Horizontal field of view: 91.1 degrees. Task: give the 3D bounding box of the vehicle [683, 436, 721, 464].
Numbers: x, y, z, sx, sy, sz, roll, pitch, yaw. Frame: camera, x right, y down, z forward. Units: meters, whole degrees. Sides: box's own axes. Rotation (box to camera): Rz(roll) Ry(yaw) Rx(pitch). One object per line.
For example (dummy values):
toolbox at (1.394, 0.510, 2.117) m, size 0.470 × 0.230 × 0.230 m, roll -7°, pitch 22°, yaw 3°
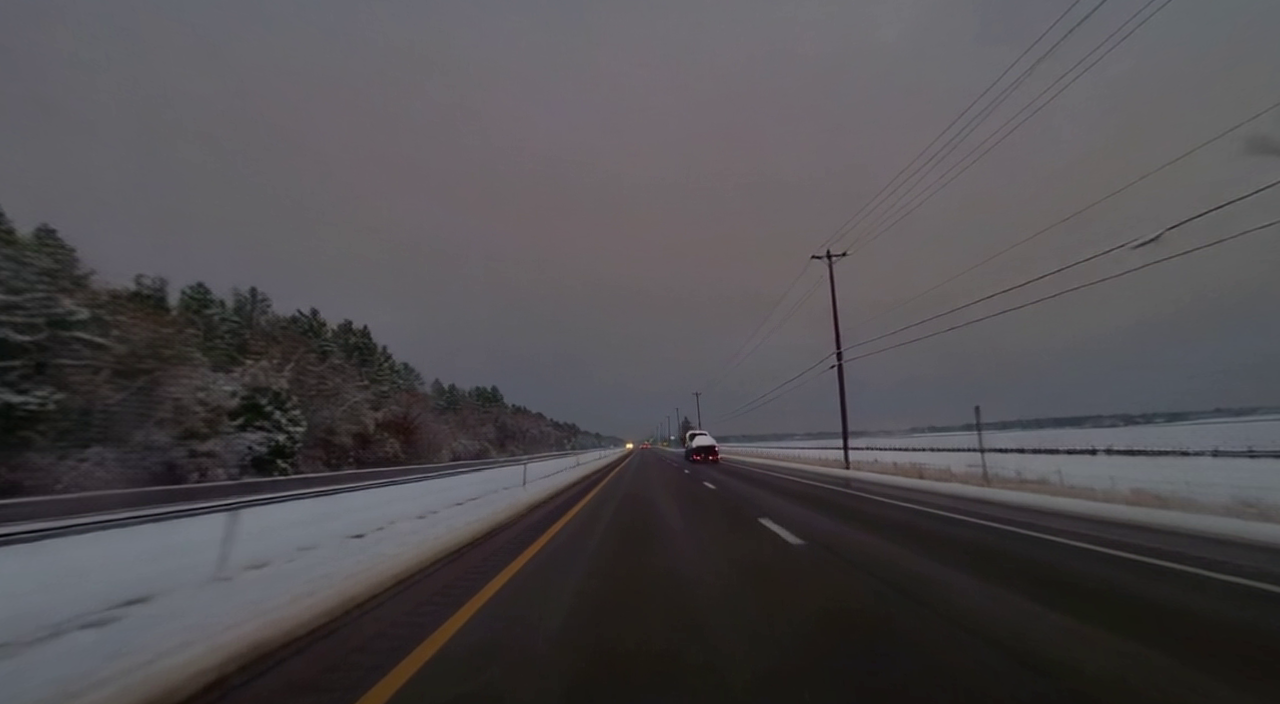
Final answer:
vehicle at (4.444, 7.145, 45.869) m, size 2.228 × 1.852 × 5.449 m, roll 0°, pitch -8°, yaw -1°
